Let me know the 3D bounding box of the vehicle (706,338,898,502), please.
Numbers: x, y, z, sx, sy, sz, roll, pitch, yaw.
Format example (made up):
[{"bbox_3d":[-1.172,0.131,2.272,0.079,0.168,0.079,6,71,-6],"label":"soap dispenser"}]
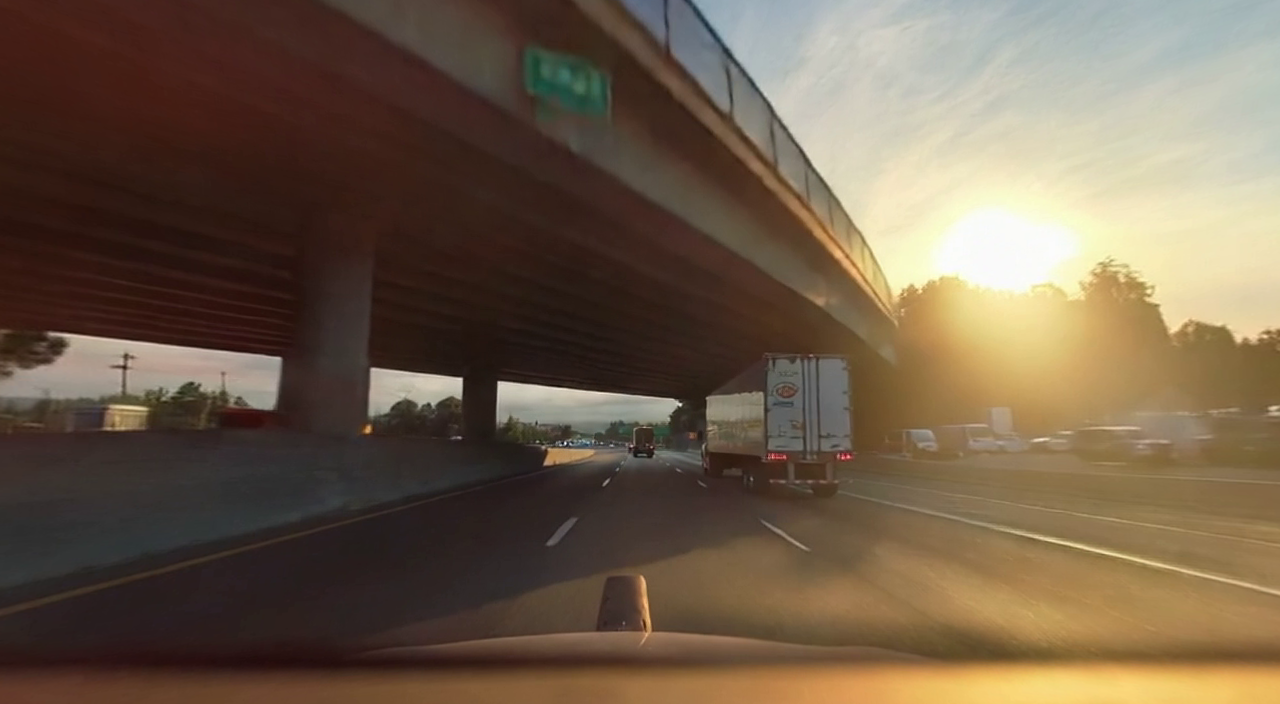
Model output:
[{"bbox_3d":[4.681,2.719,22.585,2.881,3.995,14.382,0,-9,-1],"label":"vehicle"}]

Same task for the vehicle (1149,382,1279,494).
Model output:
[{"bbox_3d":[22.011,2.801,20.391,2.784,3.571,9.857,0,-9,0],"label":"vehicle"}]

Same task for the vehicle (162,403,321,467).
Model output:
[{"bbox_3d":[-19.879,4.317,32.255,2.827,2.801,8.021,0,-9,0],"label":"vehicle"}]

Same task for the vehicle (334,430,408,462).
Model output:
[{"bbox_3d":[-13.120,4.618,31.000,1.849,1.464,4.096,0,-9,0],"label":"vehicle"}]

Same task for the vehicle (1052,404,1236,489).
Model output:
[{"bbox_3d":[22.077,4.208,28.172,3.022,3.354,6.006,0,-9,-1],"label":"vehicle"}]

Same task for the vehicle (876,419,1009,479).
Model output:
[{"bbox_3d":[22.633,7.476,48.799,2.853,3.921,14.754,0,-9,-1],"label":"vehicle"}]
